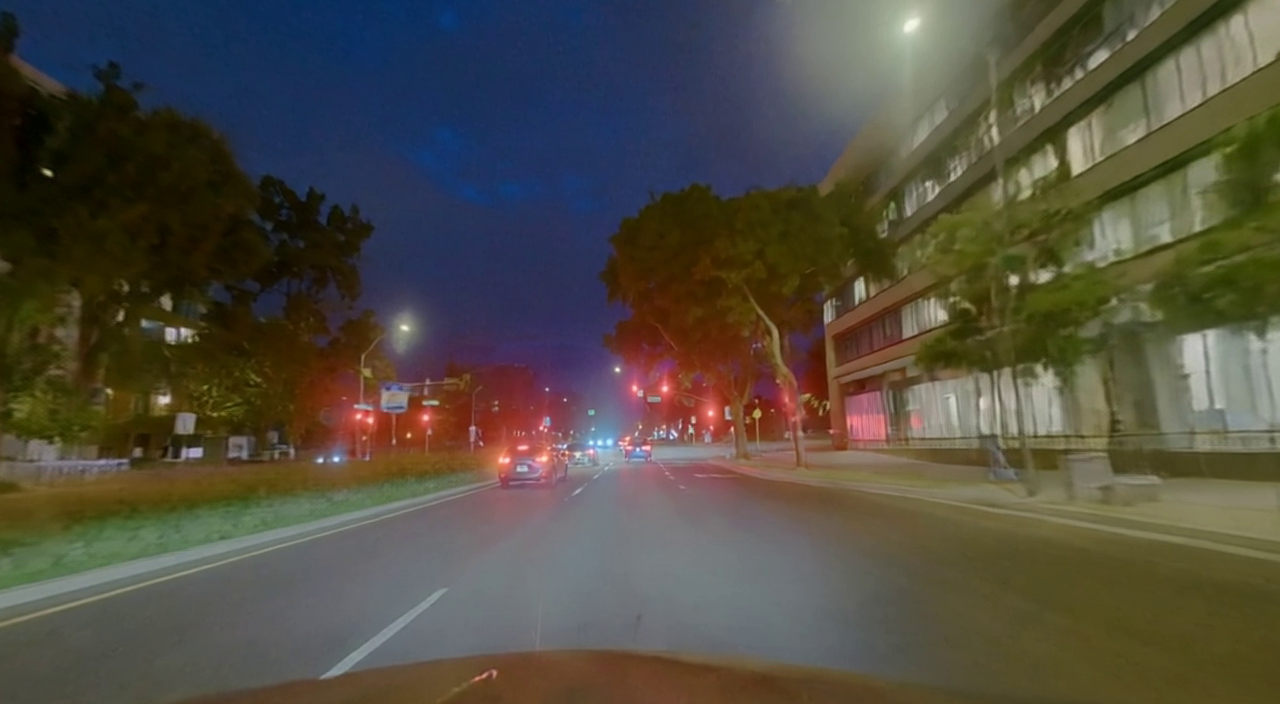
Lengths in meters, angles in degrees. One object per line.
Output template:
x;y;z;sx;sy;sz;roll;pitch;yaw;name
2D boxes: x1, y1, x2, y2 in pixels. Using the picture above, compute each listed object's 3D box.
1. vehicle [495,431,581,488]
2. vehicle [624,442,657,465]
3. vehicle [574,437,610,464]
-3.306;3.594;21.449;2.116;1.725;4.315;0;-8;1;vehicle
0.030;6.657;41.604;2.095;1.438;3.843;0;-8;0;vehicle
-3.324;6.981;45.016;2.152;1.802;4.628;0;-8;1;vehicle
